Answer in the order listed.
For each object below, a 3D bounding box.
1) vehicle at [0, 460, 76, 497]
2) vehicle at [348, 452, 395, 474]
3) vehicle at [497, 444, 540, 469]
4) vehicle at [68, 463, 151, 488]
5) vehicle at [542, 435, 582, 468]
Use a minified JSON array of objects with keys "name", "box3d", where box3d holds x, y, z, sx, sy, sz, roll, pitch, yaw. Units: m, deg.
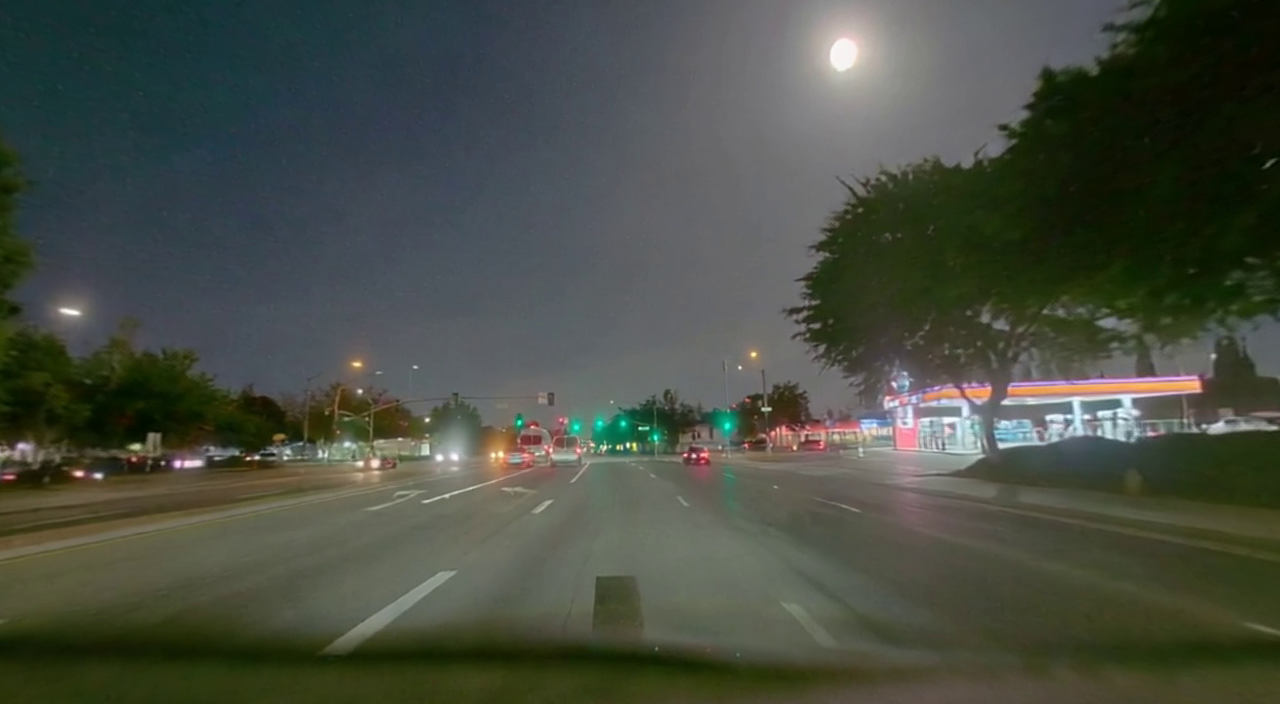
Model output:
[{"name":"vehicle","box3d":[-31.682,6.280,31.548,4.878,1.709,2.152,0,-9,0]},{"name":"vehicle","box3d":[-21.035,8.682,49.624,1.930,1.659,4.364,0,-9,-2]},{"name":"vehicle","box3d":[-7.652,6.620,40.182,1.993,1.490,4.768,0,-9,-2]},{"name":"vehicle","box3d":[-32.901,7.649,39.260,3.465,1.474,1.815,0,-9,0]},{"name":"vehicle","box3d":[-5.062,6.578,41.754,2.206,2.007,5.190,0,-9,-3]}]
